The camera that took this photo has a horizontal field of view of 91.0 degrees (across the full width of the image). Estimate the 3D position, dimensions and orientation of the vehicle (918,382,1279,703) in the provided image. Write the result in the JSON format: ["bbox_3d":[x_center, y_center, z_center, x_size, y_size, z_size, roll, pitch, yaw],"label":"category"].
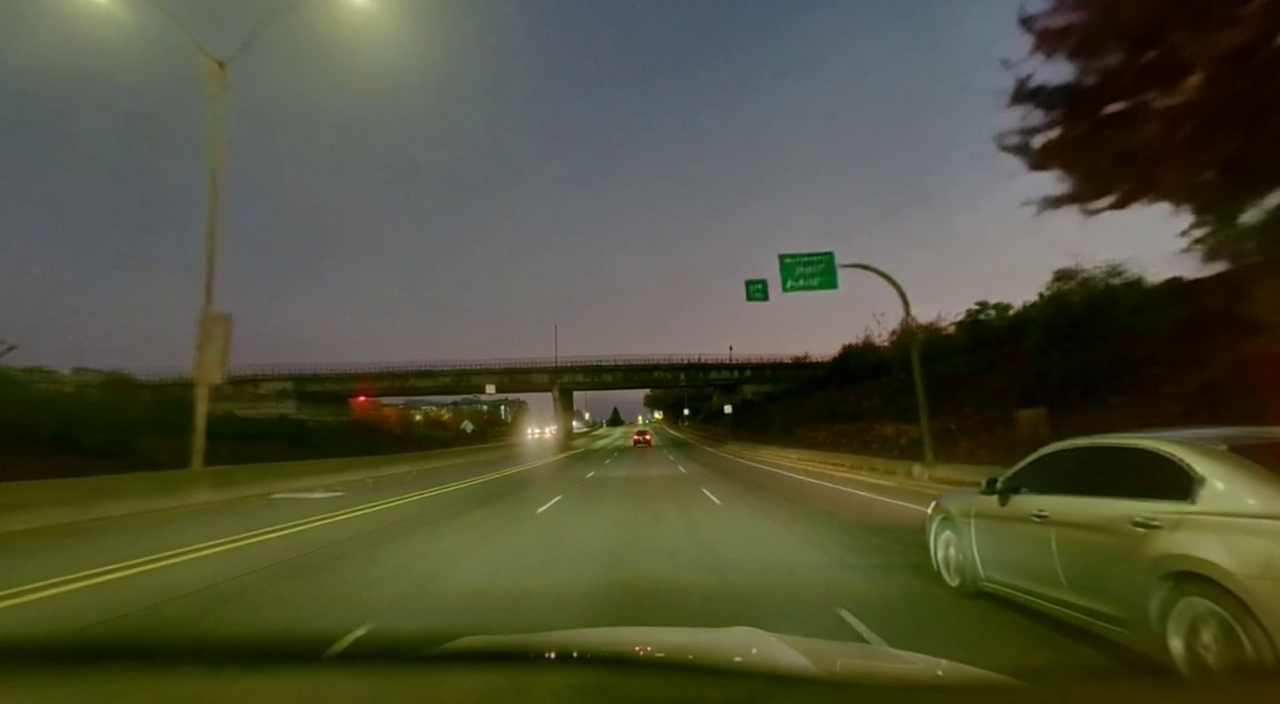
[{"bbox_3d":[3.584,1.046,3.491,2.063,1.542,4.420,0,-9,0],"label":"vehicle"}]
